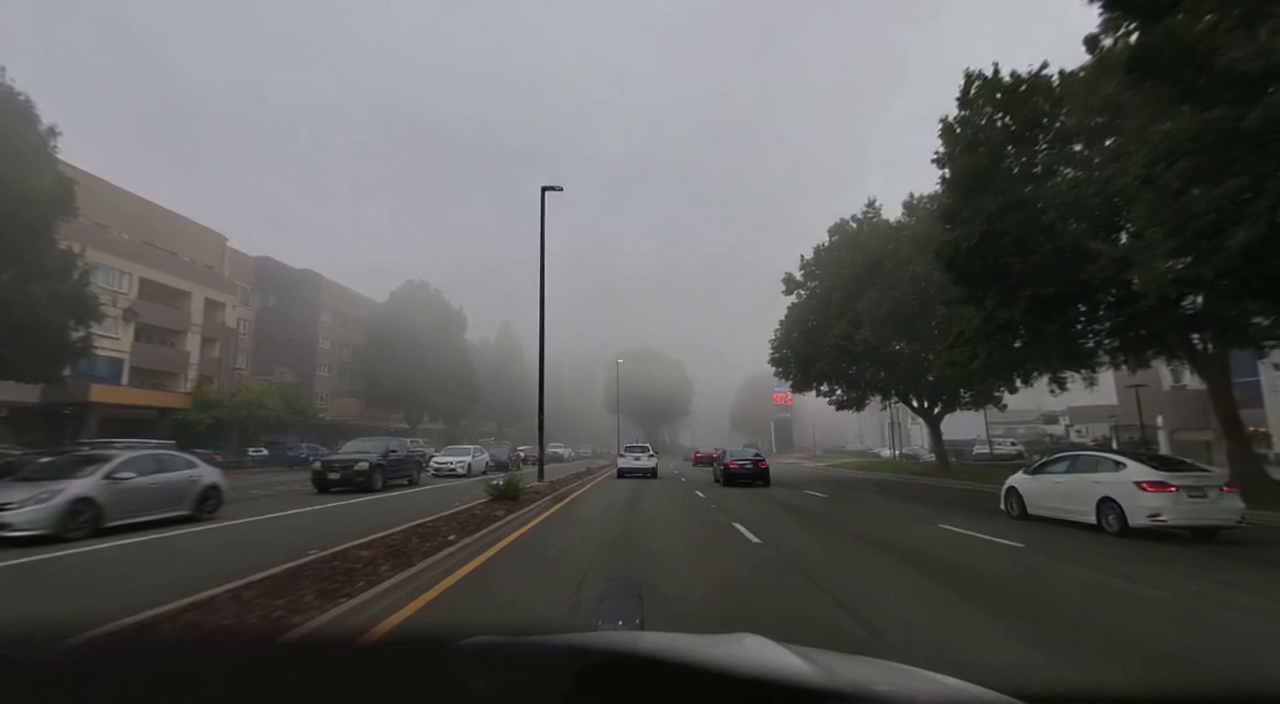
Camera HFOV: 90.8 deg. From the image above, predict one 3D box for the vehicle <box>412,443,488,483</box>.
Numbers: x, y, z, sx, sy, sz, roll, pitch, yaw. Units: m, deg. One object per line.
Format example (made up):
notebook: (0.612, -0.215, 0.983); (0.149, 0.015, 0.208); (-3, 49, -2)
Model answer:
vehicle: (-8.358, 4.891, 28.155); (2.076, 1.595, 4.110); (-1, -8, 1)

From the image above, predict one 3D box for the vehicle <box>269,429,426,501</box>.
vehicle: (-8.511, 3.367, 19.078); (2.362, 1.825, 4.988); (-2, -9, 0)

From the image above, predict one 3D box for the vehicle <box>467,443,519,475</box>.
vehicle: (-8.515, 6.215, 36.925); (1.953, 1.647, 4.401); (-2, -8, 1)

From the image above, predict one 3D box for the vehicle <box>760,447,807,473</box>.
vehicle: (8.775, 6.653, 39.070); (1.860, 1.475, 4.488); (0, -9, 0)

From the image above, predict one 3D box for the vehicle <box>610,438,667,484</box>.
vehicle: (-0.030, 4.386, 25.595); (2.101, 1.694, 3.979); (0, -9, 1)

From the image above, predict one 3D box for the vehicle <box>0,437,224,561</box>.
vehicle: (-8.658, 2.018, 9.094); (1.974, 1.476, 4.983); (-2, -8, 0)

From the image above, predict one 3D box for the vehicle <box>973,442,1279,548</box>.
vehicle: (8.110, 2.347, 11.170); (1.909, 1.456, 4.569); (0, -9, 0)

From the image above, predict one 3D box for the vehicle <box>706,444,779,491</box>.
vehicle: (3.520, 4.012, 22.341); (1.852, 1.498, 3.825); (0, -9, -1)

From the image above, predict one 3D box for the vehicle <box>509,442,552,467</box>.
vehicle: (-8.213, 7.725, 47.788); (2.183, 1.706, 4.862); (0, -9, 2)
